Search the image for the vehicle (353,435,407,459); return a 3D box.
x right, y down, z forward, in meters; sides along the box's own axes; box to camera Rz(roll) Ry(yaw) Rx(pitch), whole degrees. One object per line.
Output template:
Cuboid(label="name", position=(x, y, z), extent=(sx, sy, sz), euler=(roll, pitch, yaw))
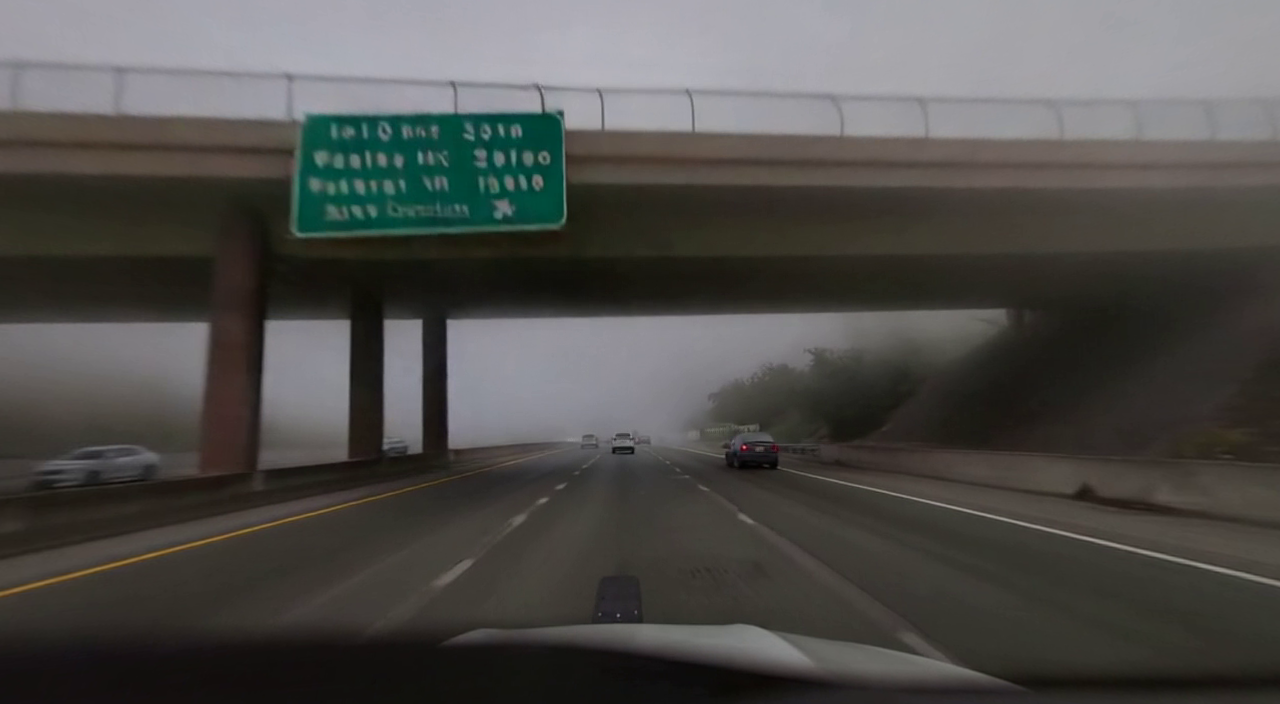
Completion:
Cuboid(label="vehicle", position=(-17.573, 6.426, 42.847), extent=(1.864, 1.517, 4.304), euler=(0, -8, -1))

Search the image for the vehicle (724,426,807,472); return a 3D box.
Cuboid(label="vehicle", position=(4.437, 3.477, 22.986), extent=(2.056, 1.508, 4.093), euler=(0, -8, -2))

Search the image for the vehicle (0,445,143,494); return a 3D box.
Cuboid(label="vehicle", position=(-21.354, 4.369, 23.845), extent=(1.798, 1.613, 4.065), euler=(0, -8, -1))

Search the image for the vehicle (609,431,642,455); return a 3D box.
Cuboid(label="vehicle", position=(-0.925, 5.730, 40.000), extent=(1.987, 1.440, 3.565), euler=(0, -8, -1))
